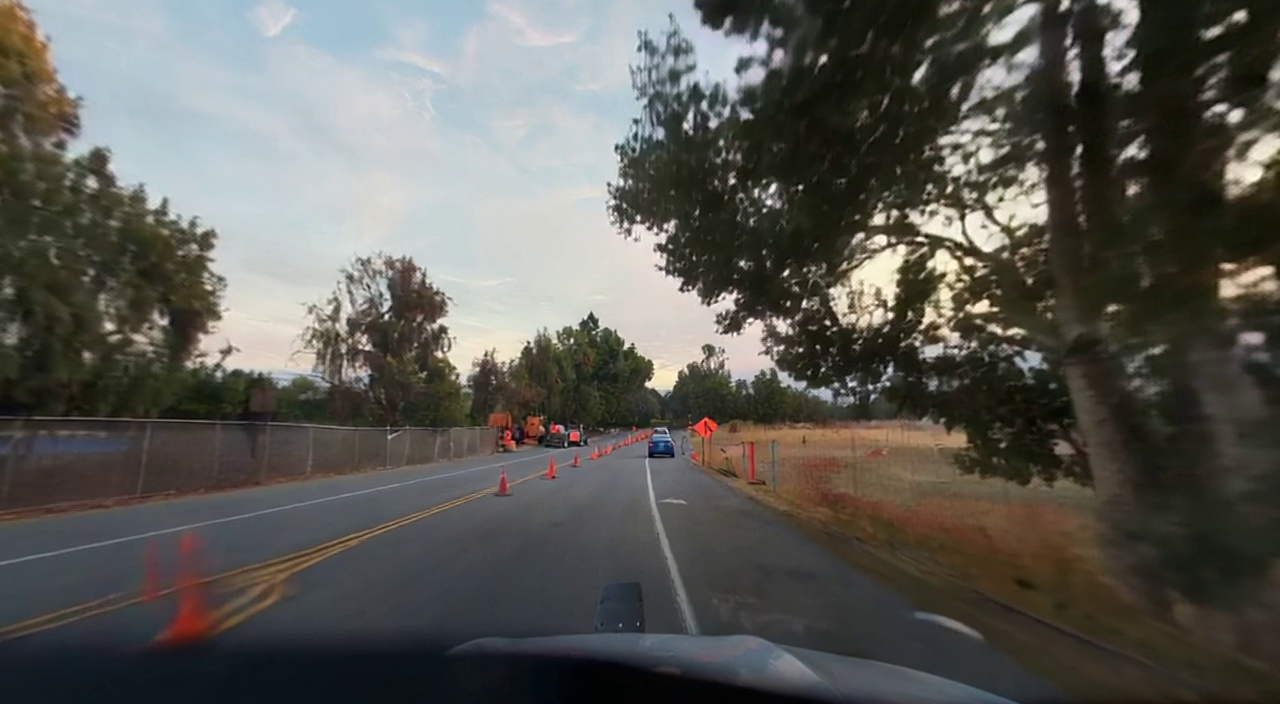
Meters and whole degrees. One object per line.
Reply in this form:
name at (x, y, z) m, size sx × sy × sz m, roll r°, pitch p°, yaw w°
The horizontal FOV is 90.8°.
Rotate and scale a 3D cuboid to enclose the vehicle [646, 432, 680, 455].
vehicle at (1.577, 6.246, 43.141) m, size 2.172 × 1.486 × 3.581 m, roll -1°, pitch -8°, yaw 2°
